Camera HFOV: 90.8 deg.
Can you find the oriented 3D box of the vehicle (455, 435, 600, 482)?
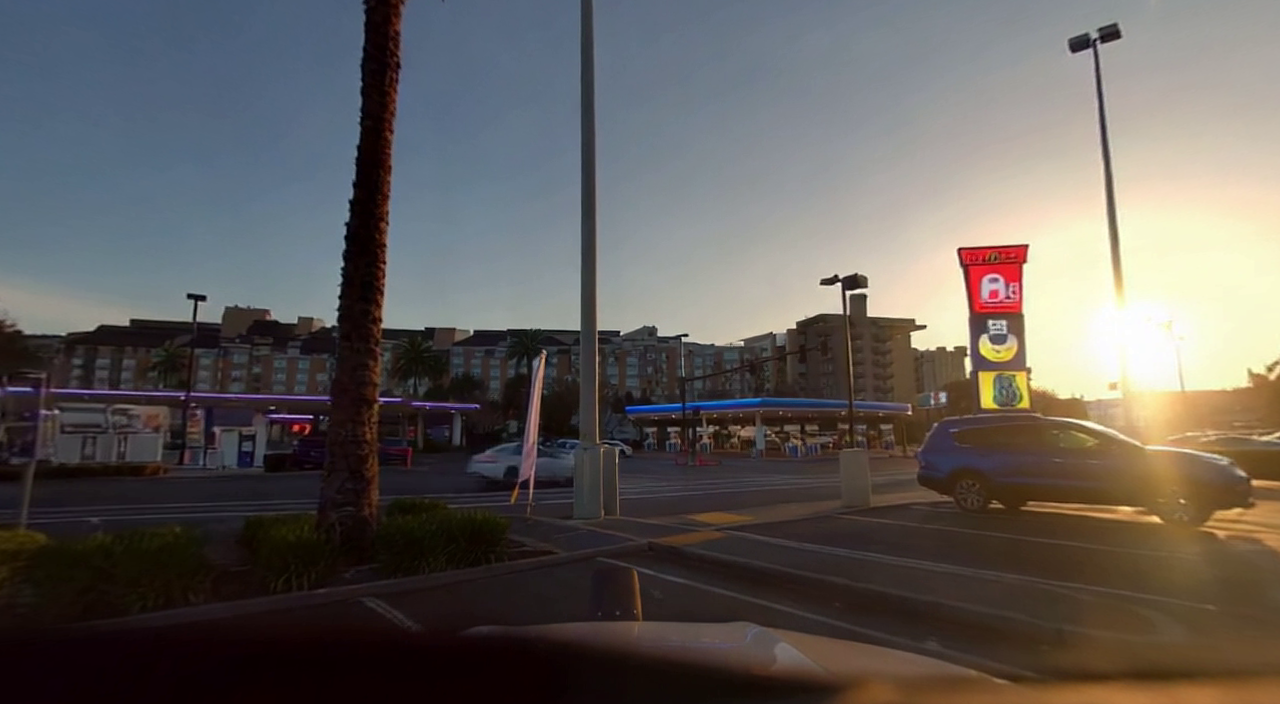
[{"bbox_3d":[-3.961,3.769,22.719,4.758,1.497,1.856,5,-10,-36],"label":"vehicle"}]

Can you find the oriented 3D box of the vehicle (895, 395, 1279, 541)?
[{"bbox_3d":[7.092,1.845,10.615,2.028,1.850,4.731,6,-10,-37],"label":"vehicle"}]

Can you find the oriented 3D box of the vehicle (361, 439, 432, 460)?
[{"bbox_3d":[-18.703,7.456,48.635,4.764,1.523,1.849,6,-10,-36],"label":"vehicle"}]

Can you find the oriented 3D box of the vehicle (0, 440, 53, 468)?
[{"bbox_3d":[-35.050,5.762,35.909,1.901,1.463,3.948,5,-10,-35],"label":"vehicle"}]
